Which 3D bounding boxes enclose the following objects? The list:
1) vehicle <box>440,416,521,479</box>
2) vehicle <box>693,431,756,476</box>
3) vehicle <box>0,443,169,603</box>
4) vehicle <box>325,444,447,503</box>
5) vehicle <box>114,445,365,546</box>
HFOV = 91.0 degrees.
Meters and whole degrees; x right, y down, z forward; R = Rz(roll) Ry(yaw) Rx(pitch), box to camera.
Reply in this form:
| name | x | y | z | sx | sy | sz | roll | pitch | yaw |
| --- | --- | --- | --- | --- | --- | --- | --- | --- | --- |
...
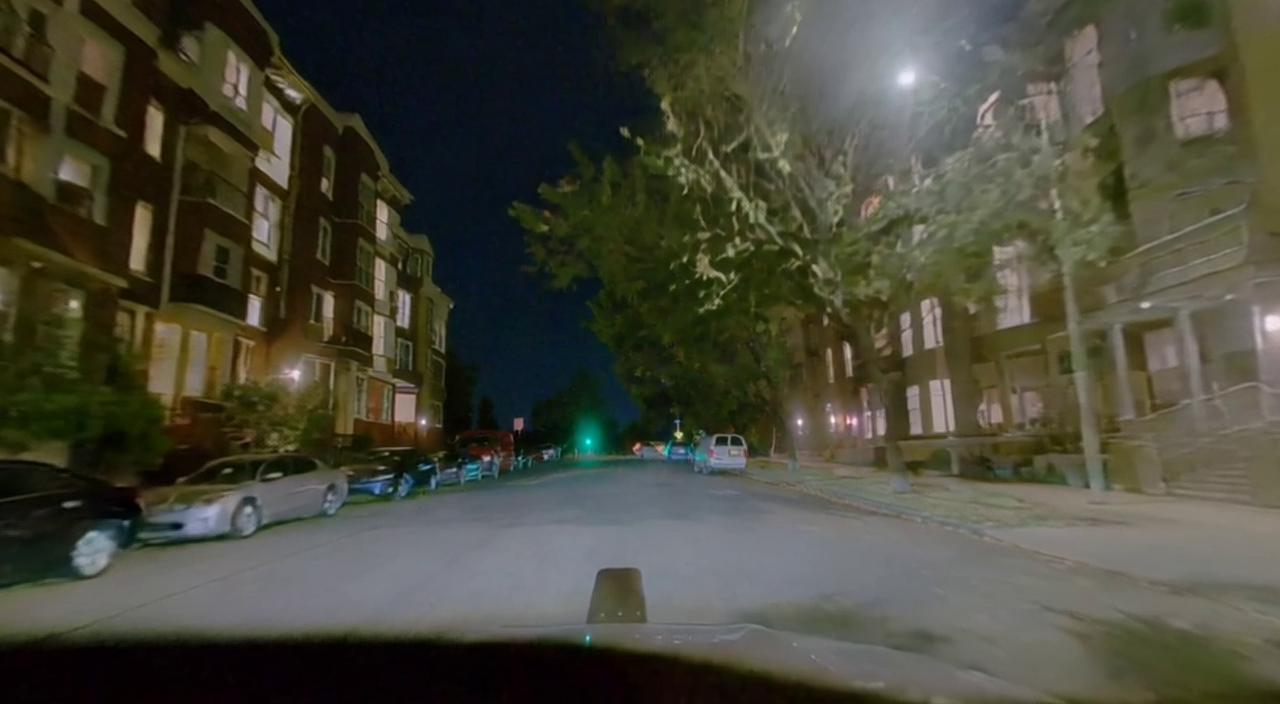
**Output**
| name | x | y | z | sx | sy | sz | roll | pitch | yaw |
| --- | --- | --- | --- | --- | --- | --- | --- | --- | --- |
| vehicle | -7.505 | 4.655 | 30.339 | 2.341 | 2.674 | 5.753 | -1 | -10 | 0 |
| vehicle | 3.946 | 4.866 | 30.383 | 2.216 | 1.955 | 4.970 | 0 | -8 | -1 |
| vehicle | -7.083 | 1.614 | 5.762 | 2.003 | 1.501 | 4.779 | -1 | -9 | -3 |
| vehicle | -7.249 | 3.495 | 18.457 | 1.832 | 1.483 | 4.140 | -1 | -9 | 0 |
| vehicle | -7.112 | 2.536 | 11.904 | 1.845 | 1.475 | 4.495 | -1 | -9 | -1 |
